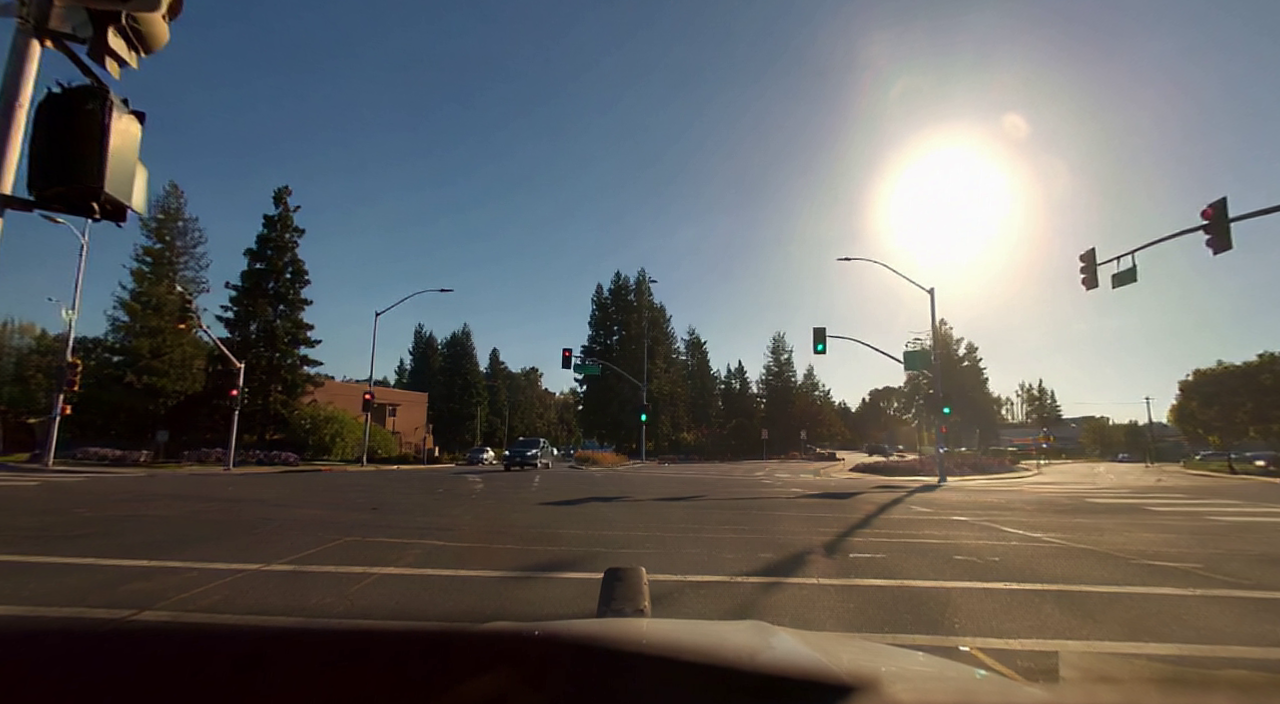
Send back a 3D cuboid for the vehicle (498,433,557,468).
[{"bbox_3d":[-6.091,5.440,34.972,2.234,1.796,5.416,0,-8,1],"label":"vehicle"}]
